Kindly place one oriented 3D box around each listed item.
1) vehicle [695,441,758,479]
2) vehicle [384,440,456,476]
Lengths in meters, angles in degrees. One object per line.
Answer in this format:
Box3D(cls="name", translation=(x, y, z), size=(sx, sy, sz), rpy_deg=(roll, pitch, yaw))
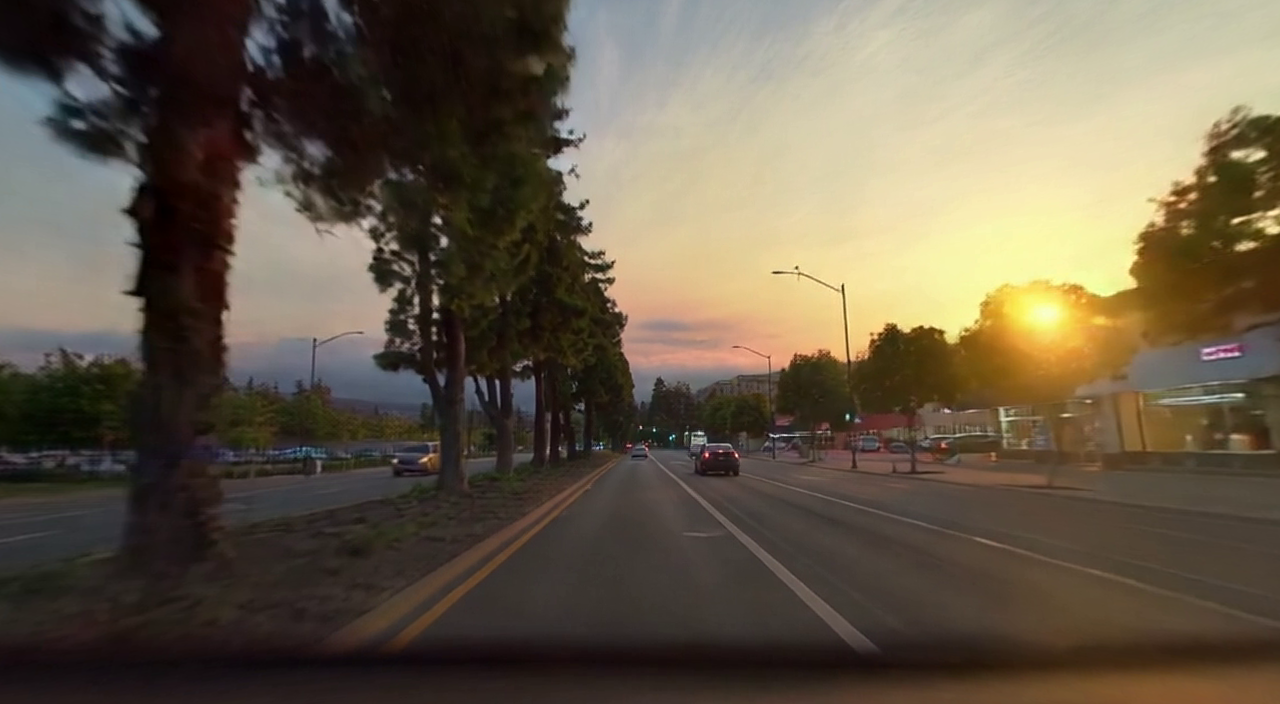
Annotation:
Box3D(cls="vehicle", translation=(3.592, 4.587, 27.150), size=(1.983, 1.482, 4.463), rpy_deg=(0, -9, -1))
Box3D(cls="vehicle", translation=(-11.833, 5.741, 34.363), size=(2.116, 1.789, 4.889), rpy_deg=(0, -9, 0))
